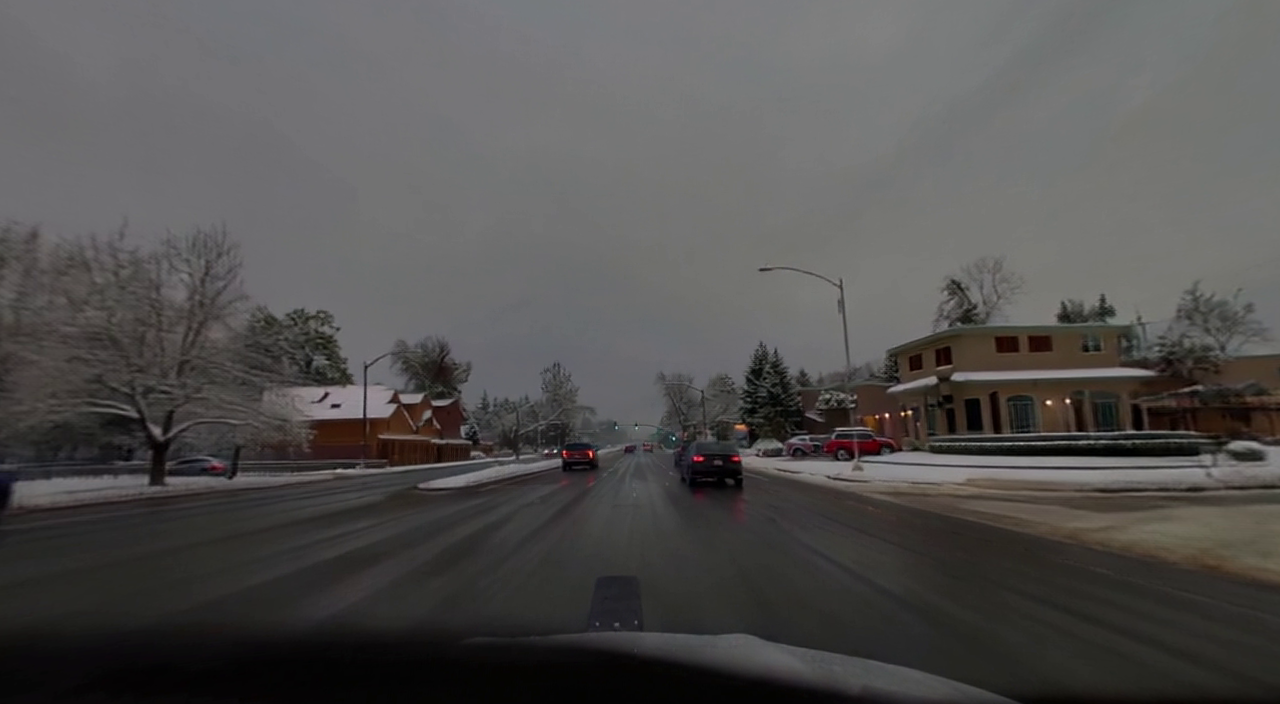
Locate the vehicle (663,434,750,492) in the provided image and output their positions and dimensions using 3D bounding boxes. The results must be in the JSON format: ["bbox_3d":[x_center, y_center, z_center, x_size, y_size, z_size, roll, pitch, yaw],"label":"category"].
[{"bbox_3d":[2.033,3.554,20.486,2.084,1.682,4.148,1,-8,-4],"label":"vehicle"}]

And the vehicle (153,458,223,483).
[{"bbox_3d":[-30.103,7.862,42.048,1.823,1.477,3.984,0,-8,-2],"label":"vehicle"}]

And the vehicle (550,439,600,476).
[{"bbox_3d":[-3.267,5.426,32.628,2.084,1.735,4.528,0,-8,1],"label":"vehicle"}]

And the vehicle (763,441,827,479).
[{"bbox_3d":[7.615,5.325,31.351,2.012,1.737,4.129,0,-8,-2],"label":"vehicle"}]

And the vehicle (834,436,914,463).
[{"bbox_3d":[15.328,6.425,41.426,4.489,1.557,1.792,-2,-9,2],"label":"vehicle"}]
